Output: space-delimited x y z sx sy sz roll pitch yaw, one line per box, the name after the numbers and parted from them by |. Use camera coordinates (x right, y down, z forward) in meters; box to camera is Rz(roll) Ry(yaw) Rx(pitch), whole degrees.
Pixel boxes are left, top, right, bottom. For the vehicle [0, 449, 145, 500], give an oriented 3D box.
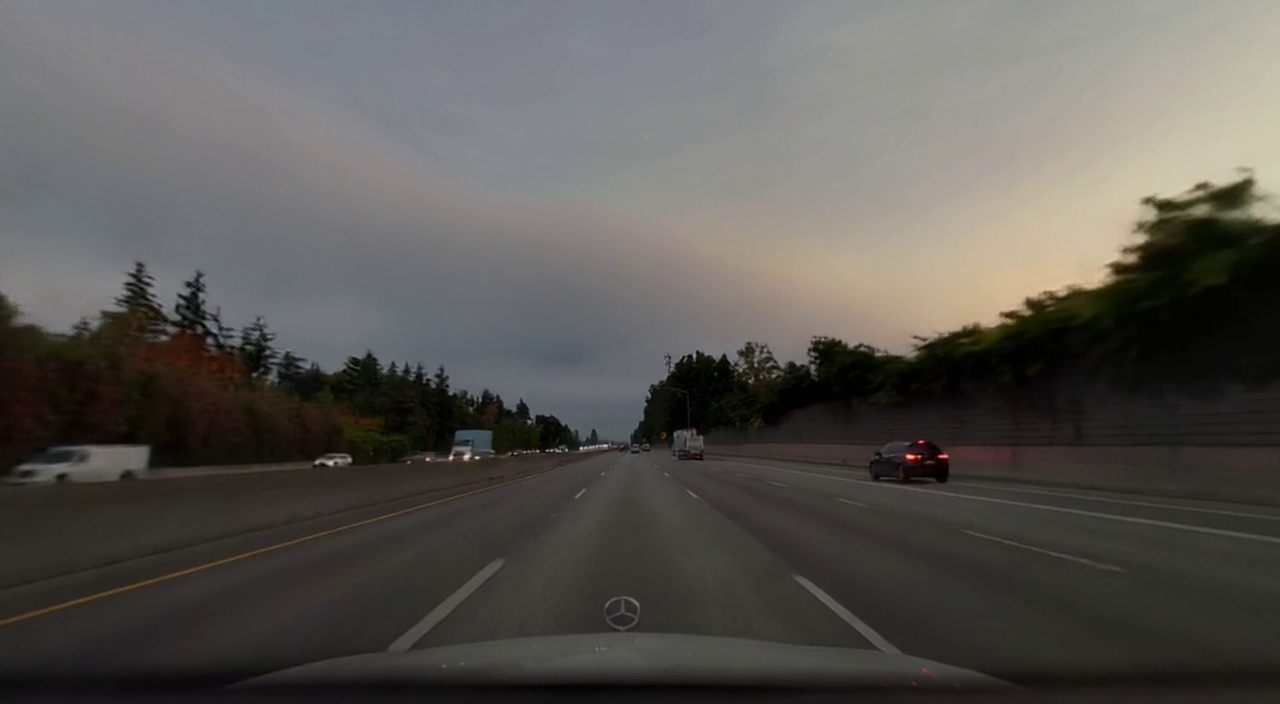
-25.907 5.522 28.946 2.226 2.108 5.262 0 -9 -5 | vehicle

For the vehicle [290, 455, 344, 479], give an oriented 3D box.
-23.791 8.454 46.527 1.899 1.625 4.527 0 -9 -4 | vehicle

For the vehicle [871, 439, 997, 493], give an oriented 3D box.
9.901 3.860 21.694 1.950 1.632 4.845 0 -9 0 | vehicle
